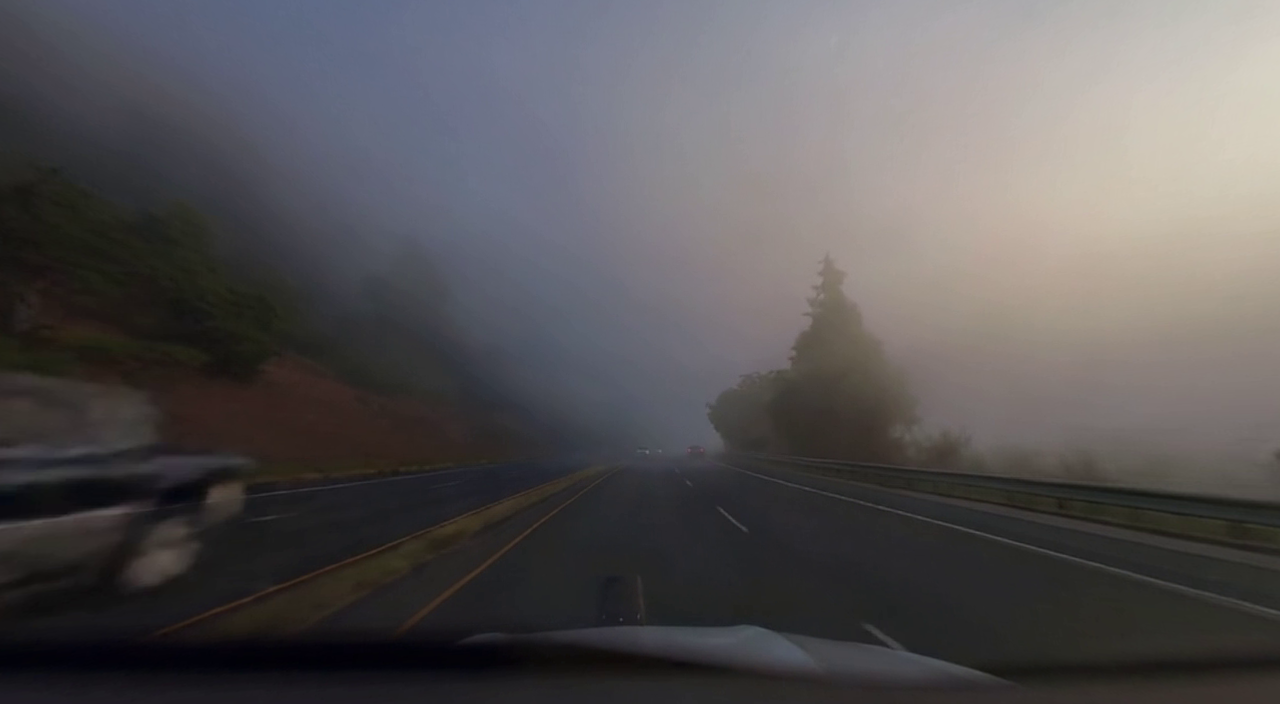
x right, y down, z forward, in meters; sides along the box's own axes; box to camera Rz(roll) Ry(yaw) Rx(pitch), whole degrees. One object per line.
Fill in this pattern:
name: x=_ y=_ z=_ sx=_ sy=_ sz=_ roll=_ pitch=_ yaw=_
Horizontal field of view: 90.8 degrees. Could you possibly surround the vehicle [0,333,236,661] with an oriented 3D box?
vehicle: x=-5.206 y=0.785 z=3.106 sx=2.533 sy=2.001 sz=5.922 roll=0 pitch=-8 yaw=0
